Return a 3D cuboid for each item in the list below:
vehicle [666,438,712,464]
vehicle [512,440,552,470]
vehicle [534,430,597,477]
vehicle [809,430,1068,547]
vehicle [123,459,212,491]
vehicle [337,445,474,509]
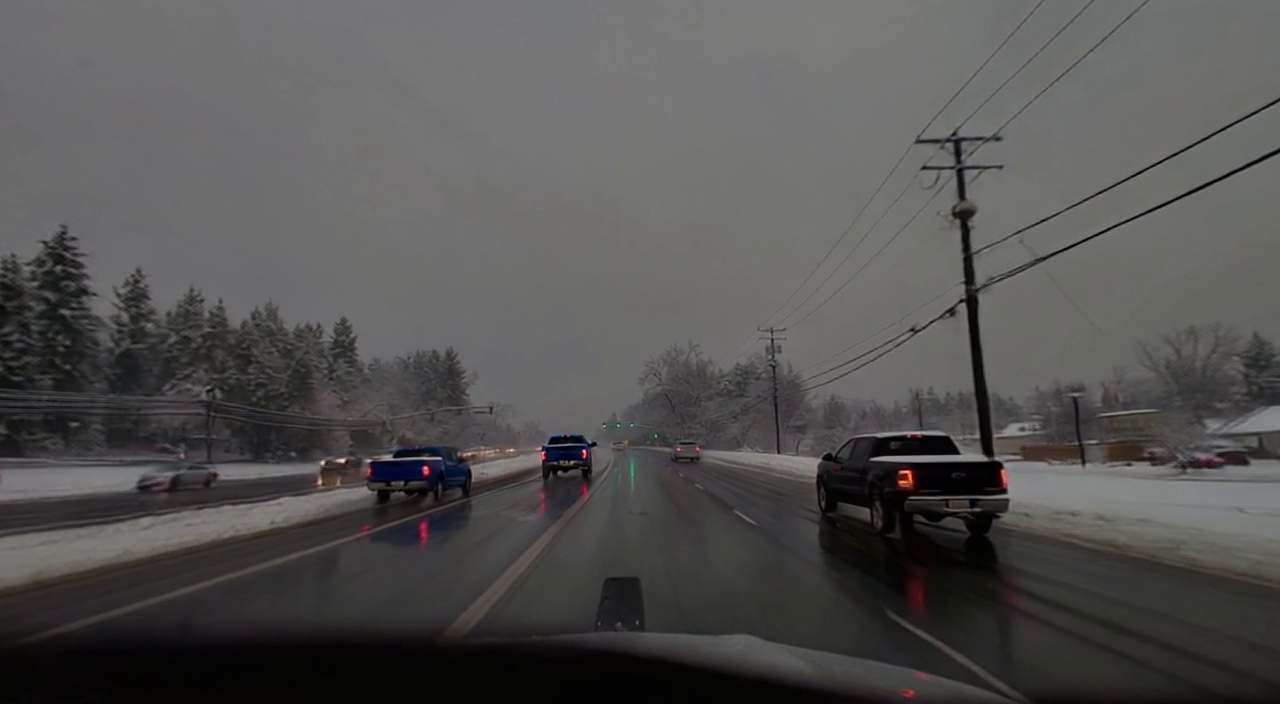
[{"bbox_3d":[2.850,5.922,37.911,2.071,1.435,4.226,0,-8,-5],"label":"vehicle"},{"bbox_3d":[-7.440,7.176,43.866,2.169,1.865,4.739,3,-11,-3],"label":"vehicle"},{"bbox_3d":[-3.438,4.840,30.367,2.467,1.991,6.089,0,-8,-2],"label":"vehicle"},{"bbox_3d":[4.348,2.039,10.220,1.840,1.428,4.602,0,-8,-1],"label":"vehicle"},{"bbox_3d":[-28.778,7.497,38.674,1.911,1.701,4.473,-1,-8,0],"label":"vehicle"},{"bbox_3d":[-6.298,3.378,17.674,2.035,1.497,4.723,-1,-8,0],"label":"vehicle"}]
